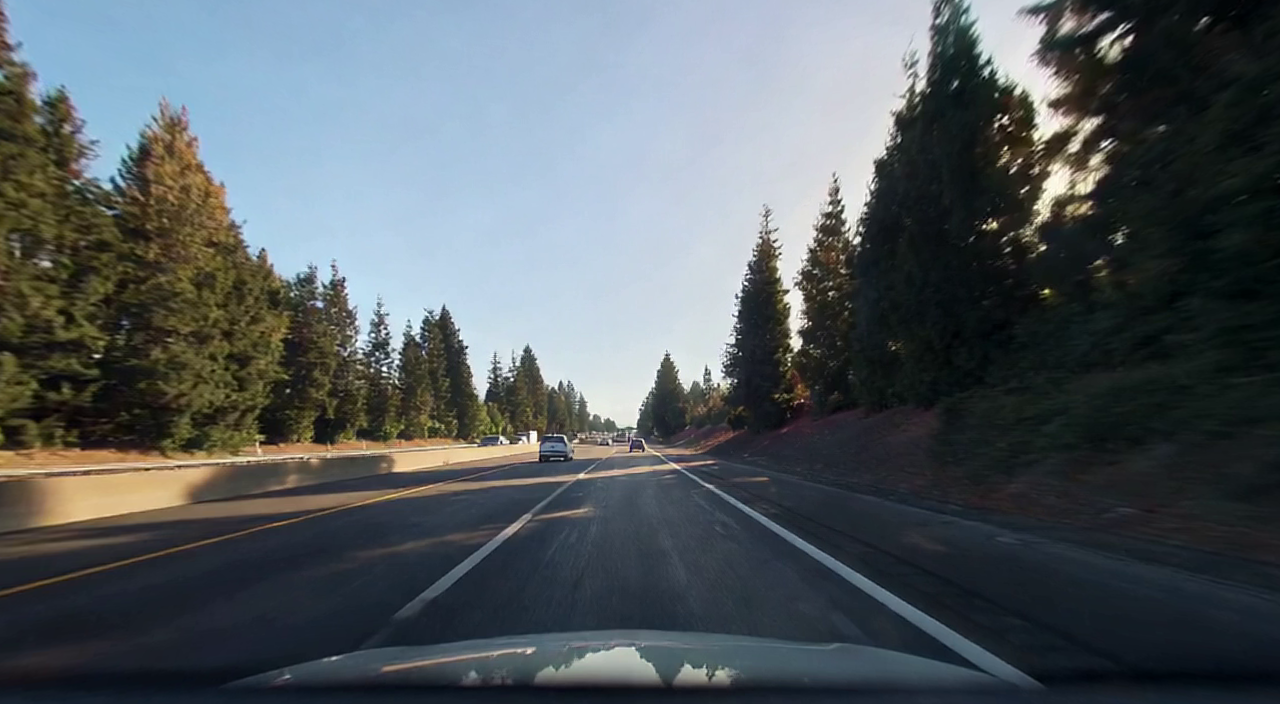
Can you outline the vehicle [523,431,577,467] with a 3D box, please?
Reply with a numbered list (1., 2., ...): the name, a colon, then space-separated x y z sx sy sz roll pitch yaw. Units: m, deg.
1. vehicle: -4.248 4.634 30.338 2.003 1.626 4.256 0 -8 0
